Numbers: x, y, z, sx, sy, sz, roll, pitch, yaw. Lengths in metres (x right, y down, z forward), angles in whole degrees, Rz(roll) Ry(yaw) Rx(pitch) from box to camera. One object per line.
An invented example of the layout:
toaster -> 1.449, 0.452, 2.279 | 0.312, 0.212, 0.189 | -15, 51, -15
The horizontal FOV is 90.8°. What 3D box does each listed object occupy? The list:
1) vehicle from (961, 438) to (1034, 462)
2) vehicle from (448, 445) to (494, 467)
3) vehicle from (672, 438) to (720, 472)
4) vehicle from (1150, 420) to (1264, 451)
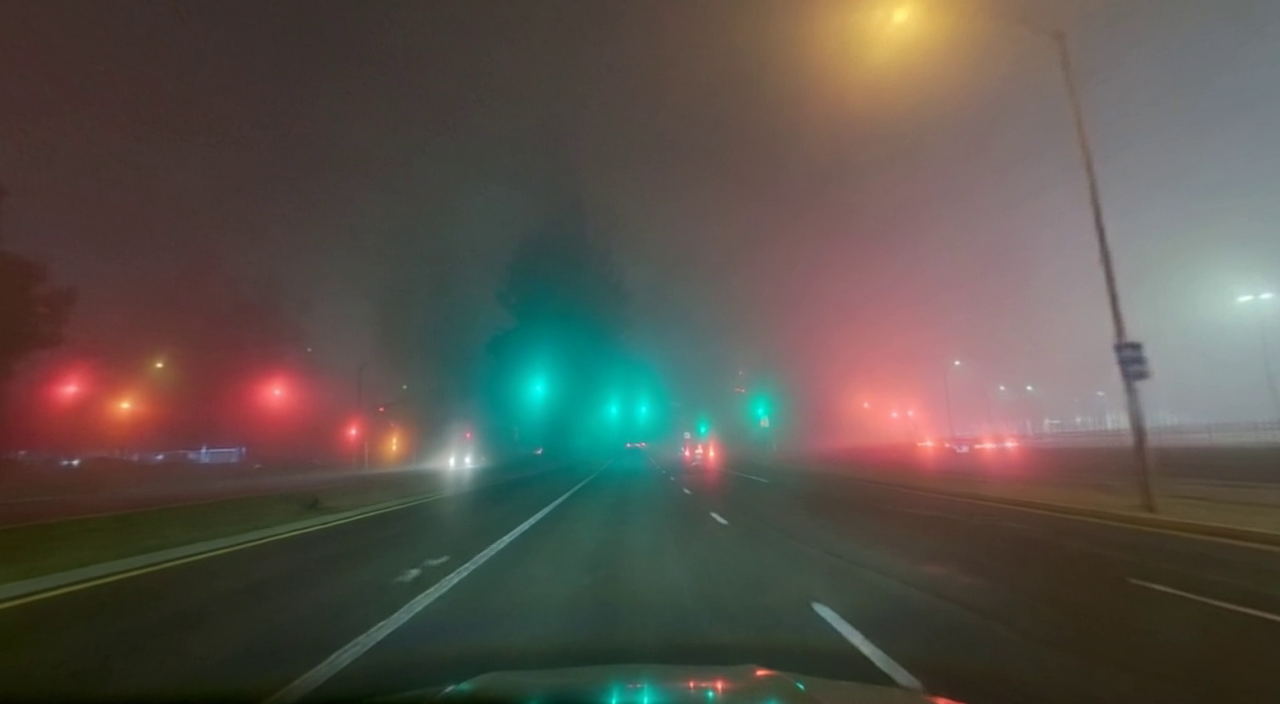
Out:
vehicle -> 22.493, 6.164, 39.834 | 3.536, 1.412, 1.727 | 0, -9, -1
vehicle -> -12.243, 7.570, 46.194 | 2.005, 1.493, 4.682 | 0, -9, 1
vehicle -> 3.015, 5.661, 34.925 | 2.069, 1.761, 4.610 | 0, -9, -2
vehicle -> 34.262, 5.072, 38.276 | 4.842, 1.770, 2.089 | 0, -9, 0
